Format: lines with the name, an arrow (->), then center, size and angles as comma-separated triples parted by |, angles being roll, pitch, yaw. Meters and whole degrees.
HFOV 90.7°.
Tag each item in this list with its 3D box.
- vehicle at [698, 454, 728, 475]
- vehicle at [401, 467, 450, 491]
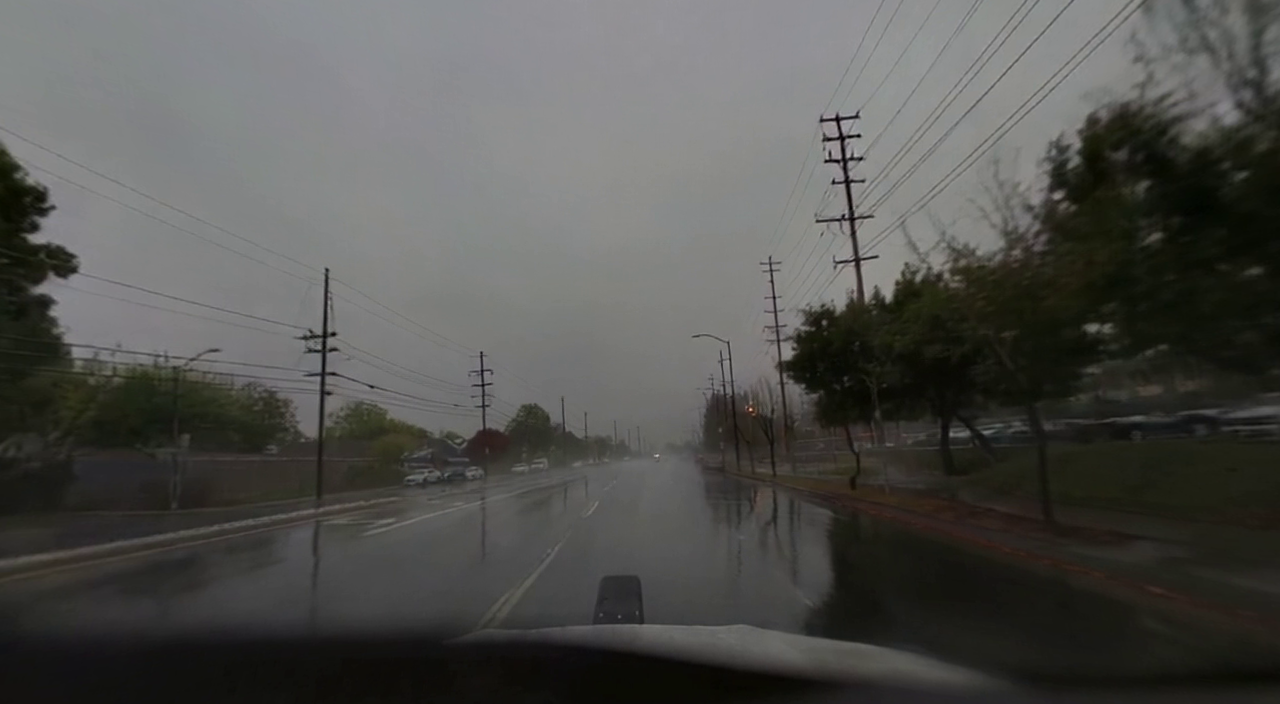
vehicle -> 5.669, 8.784, 49.629 | 2.002, 1.459, 4.357 | -1, -9, 2
vehicle -> -16.270, 9.631, 48.164 | 1.892, 1.515, 4.622 | -7, -11, 2
